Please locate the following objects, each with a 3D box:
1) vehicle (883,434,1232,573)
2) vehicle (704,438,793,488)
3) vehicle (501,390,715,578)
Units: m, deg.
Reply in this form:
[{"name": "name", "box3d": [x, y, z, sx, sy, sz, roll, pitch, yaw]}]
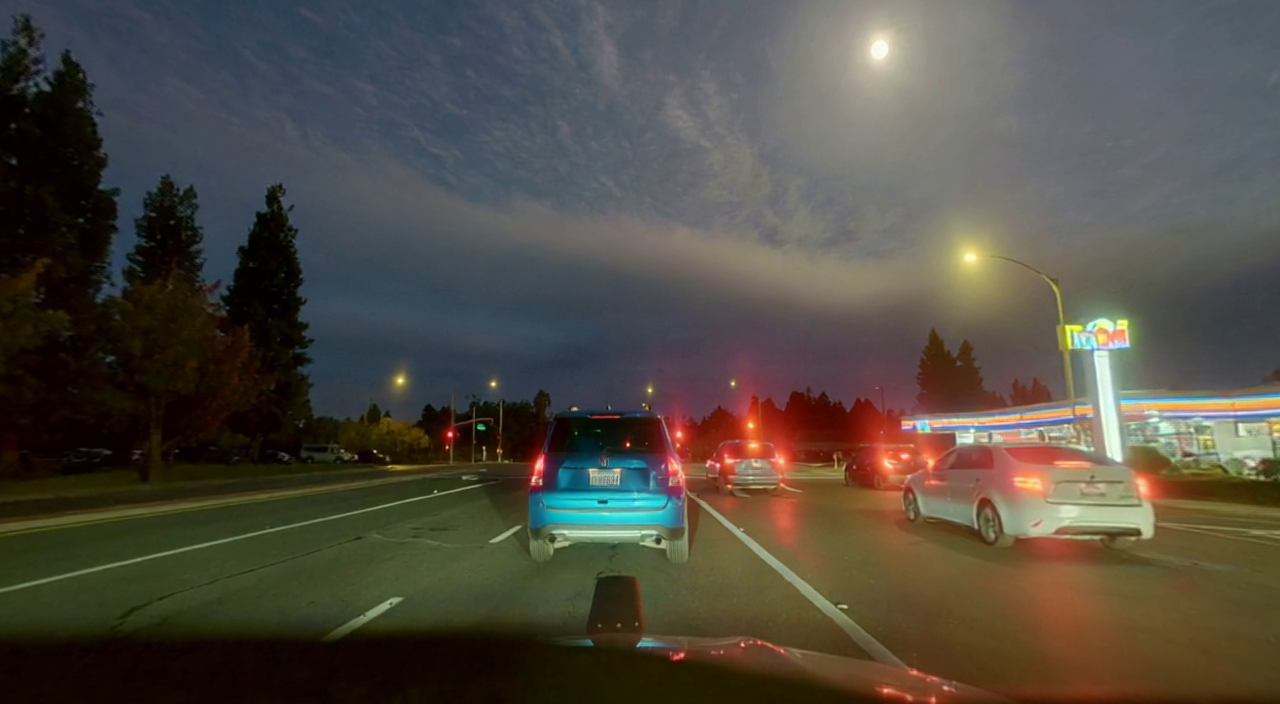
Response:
[{"name": "vehicle", "box3d": [5.432, 1.993, 9.223, 1.930, 1.478, 4.643, 0, -9, 0]}, {"name": "vehicle", "box3d": [3.667, 3.847, 22.285, 2.098, 1.555, 4.778, 0, -9, -2]}, {"name": "vehicle", "box3d": [-0.290, 1.649, 8.642, 2.096, 1.837, 4.687, 0, -9, 1]}]
